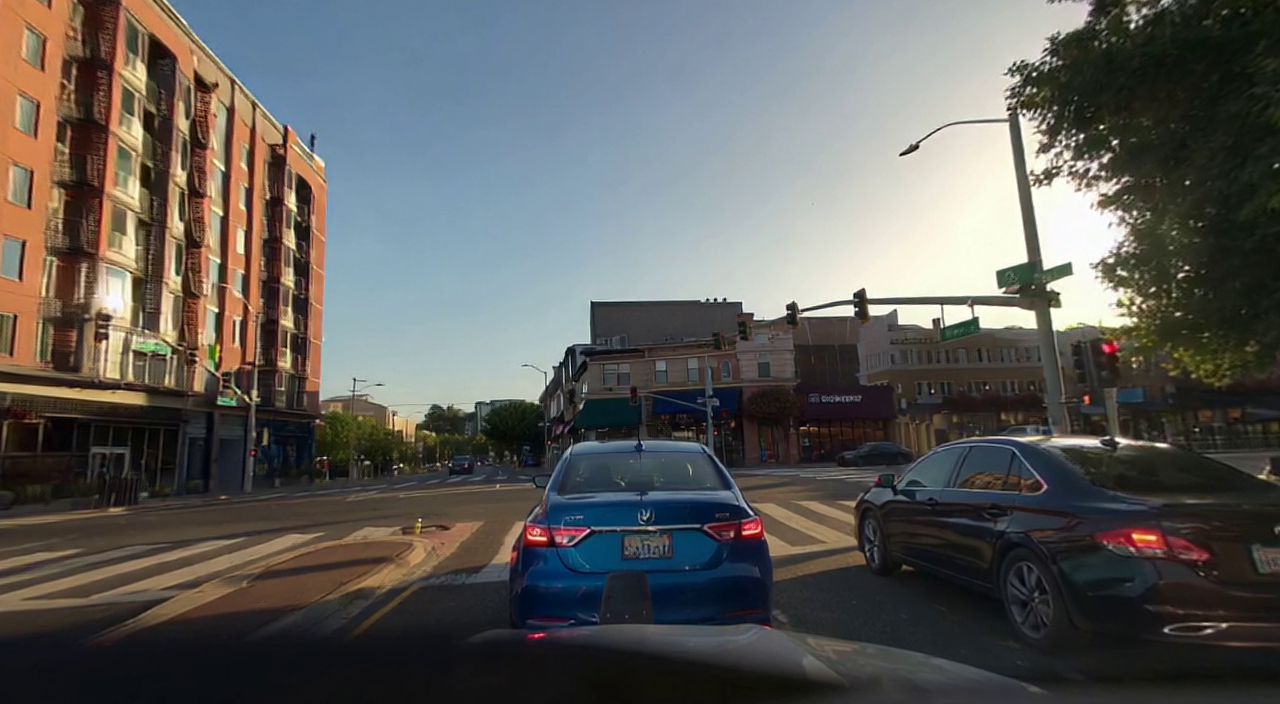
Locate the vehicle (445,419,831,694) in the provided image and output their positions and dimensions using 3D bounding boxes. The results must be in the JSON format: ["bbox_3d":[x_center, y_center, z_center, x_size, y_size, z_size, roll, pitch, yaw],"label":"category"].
[{"bbox_3d":[-0.054,1.416,5.547,2.094,1.481,4.078,0,-8,-1],"label":"vehicle"}]

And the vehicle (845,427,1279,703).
[{"bbox_3d":[3.355,1.397,5.184,1.860,1.430,4.089,0,-8,-1],"label":"vehicle"}]
